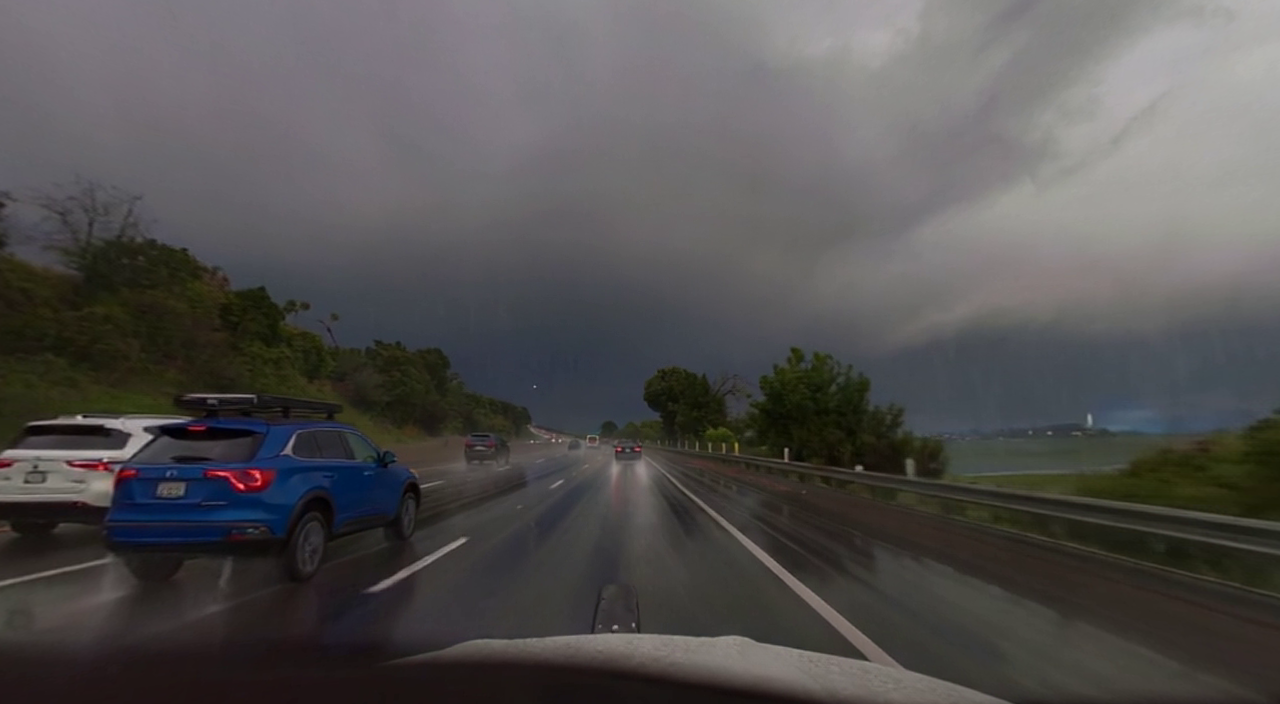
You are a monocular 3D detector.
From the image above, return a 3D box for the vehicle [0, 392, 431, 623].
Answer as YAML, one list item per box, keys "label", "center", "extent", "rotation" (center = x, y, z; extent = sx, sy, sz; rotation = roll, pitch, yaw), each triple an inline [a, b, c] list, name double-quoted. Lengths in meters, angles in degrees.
- label: "vehicle"
  center: [-4.185, 1.503, 7.205]
  extent: [2.069, 1.748, 4.652]
  rotation: [0, -8, -1]

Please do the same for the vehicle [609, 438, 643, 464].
- label: "vehicle"
  center: [-0.894, 6.556, 42.043]
  extent: [2.178, 1.658, 3.916]
  rotation: [0, -8, -1]

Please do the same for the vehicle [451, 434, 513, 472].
- label: "vehicle"
  center: [-7.832, 5.006, 31.632]
  extent: [1.964, 1.745, 4.338]
  rotation: [0, -8, 1]
